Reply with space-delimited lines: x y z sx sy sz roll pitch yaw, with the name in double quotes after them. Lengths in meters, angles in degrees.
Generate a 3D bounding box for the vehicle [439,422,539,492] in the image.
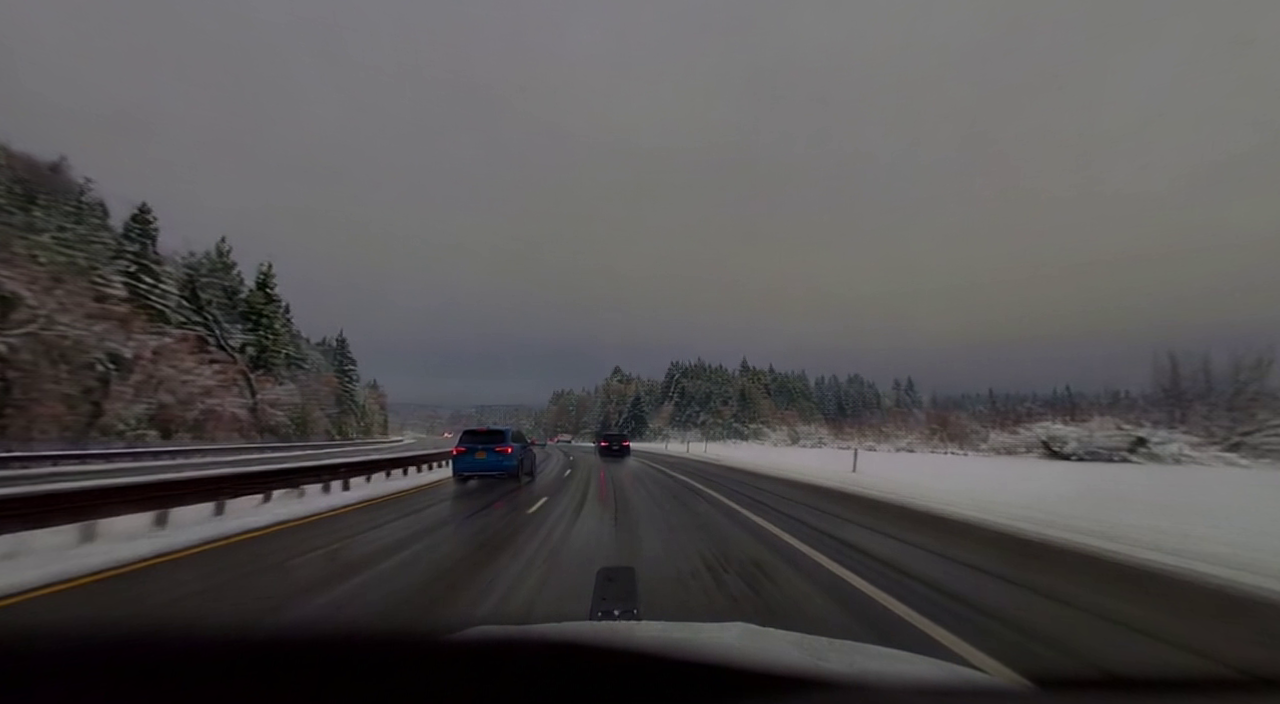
-4.423 3.140 19.325 2.053 1.847 4.760 0 -8 -2 "vehicle"

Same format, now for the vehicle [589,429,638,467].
-1.463 5.023 33.319 2.452 1.857 4.022 1 -8 -5 "vehicle"
